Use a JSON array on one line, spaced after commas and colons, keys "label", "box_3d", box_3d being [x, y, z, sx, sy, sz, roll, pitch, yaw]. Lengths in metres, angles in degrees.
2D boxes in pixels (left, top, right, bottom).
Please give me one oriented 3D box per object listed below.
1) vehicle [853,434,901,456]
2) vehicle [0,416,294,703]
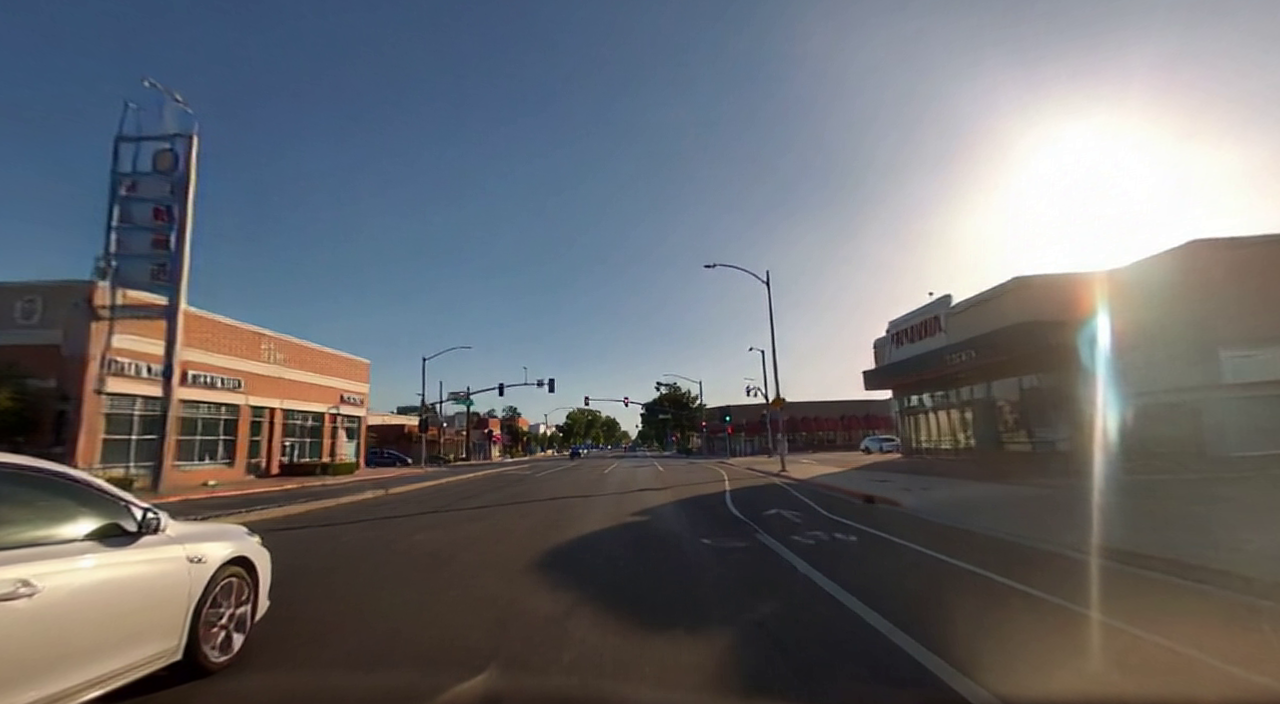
[{"label": "vehicle", "box_3d": [18.449, 7.288, 49.415, 1.879, 1.643, 4.484, 0, -8, -2]}, {"label": "vehicle", "box_3d": [-3.018, 0.844, 1.437, 1.874, 1.424, 4.553, -1, -8, 0]}]
